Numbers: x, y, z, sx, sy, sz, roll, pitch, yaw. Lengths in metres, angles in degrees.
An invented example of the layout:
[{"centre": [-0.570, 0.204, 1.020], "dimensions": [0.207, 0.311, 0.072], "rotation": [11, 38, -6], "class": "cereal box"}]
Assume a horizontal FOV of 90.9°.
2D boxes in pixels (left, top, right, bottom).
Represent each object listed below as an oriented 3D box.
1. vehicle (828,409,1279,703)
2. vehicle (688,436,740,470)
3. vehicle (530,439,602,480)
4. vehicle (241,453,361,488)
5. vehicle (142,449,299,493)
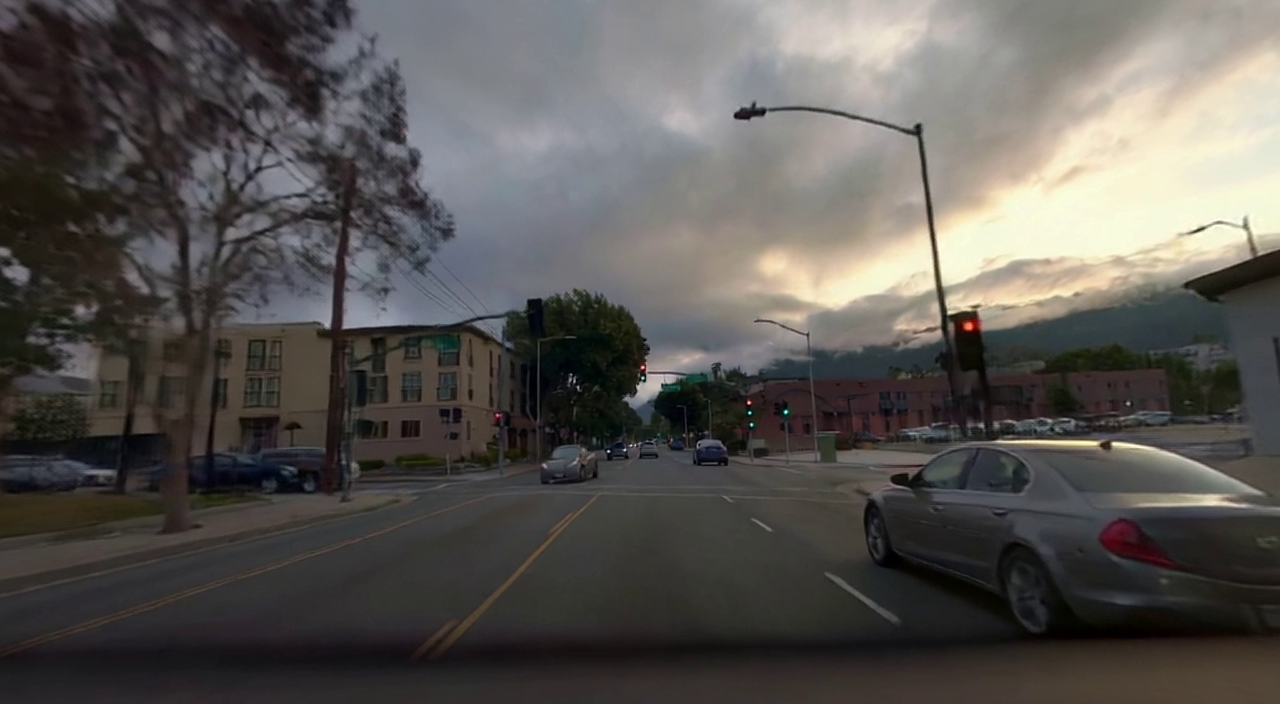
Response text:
[{"centre": [3.308, 1.354, 5.072], "dimensions": [2.072, 1.471, 4.834], "rotation": [0, -9, 0], "class": "vehicle"}, {"centre": [3.650, 5.135, 32.076], "dimensions": [2.035, 1.564, 4.719], "rotation": [0, -9, -1], "class": "vehicle"}, {"centre": [-3.238, 4.870, 28.811], "dimensions": [2.519, 1.689, 5.200], "rotation": [0, -9, 1], "class": "vehicle"}, {"centre": [-16.148, 5.641, 30.145], "dimensions": [4.540, 1.546, 2.157], "rotation": [-2, -9, 8], "class": "vehicle"}, {"centre": [-18.028, 5.119, 27.241], "dimensions": [5.361, 1.767, 2.179], "rotation": [-1, -9, 5], "class": "vehicle"}]
